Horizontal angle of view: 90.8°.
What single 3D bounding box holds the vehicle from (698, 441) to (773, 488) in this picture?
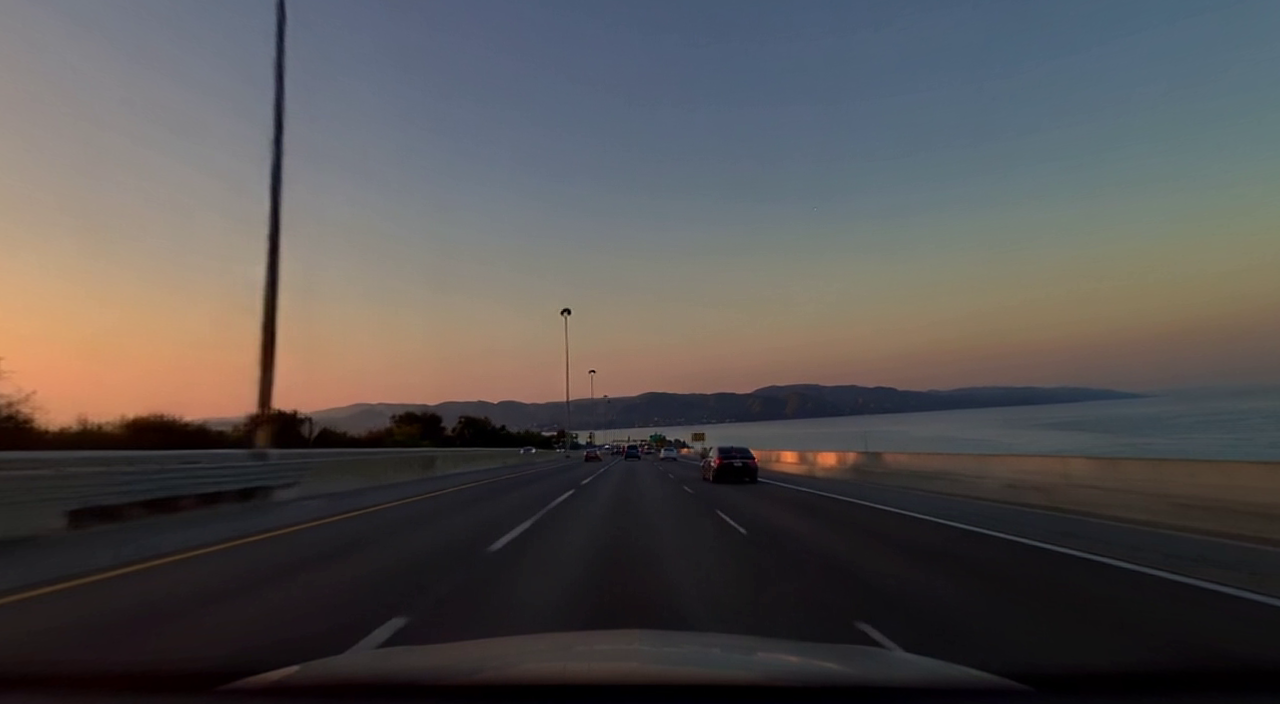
[{"bbox_3d":[3.267,3.967,22.574,1.890,1.490,4.373,0,-8,-1],"label":"vehicle"}]
